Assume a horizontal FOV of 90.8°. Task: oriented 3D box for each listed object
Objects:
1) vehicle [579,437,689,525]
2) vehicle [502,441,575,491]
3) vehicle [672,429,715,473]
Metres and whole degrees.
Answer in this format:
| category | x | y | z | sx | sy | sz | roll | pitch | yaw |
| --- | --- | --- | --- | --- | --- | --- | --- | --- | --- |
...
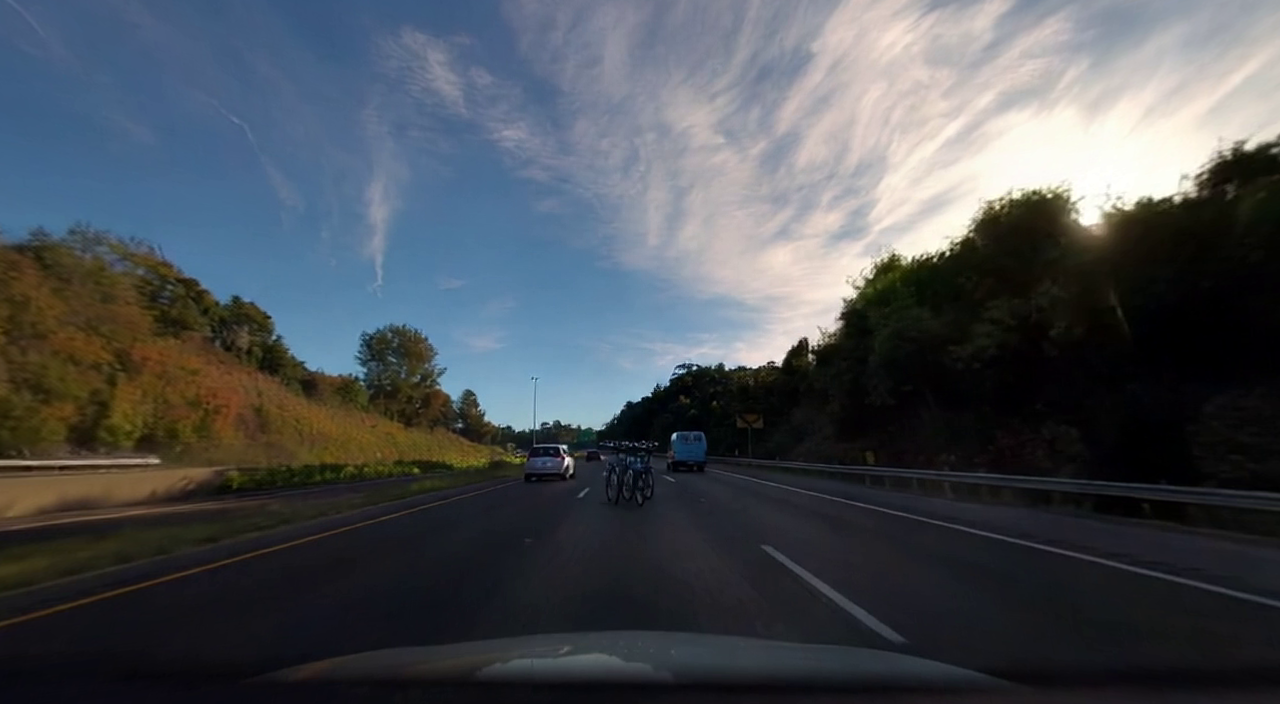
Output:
| category | x | y | z | sx | sy | sz | roll | pitch | yaw |
| --- | --- | --- | --- | --- | --- | --- | --- | --- | --- |
| vehicle | -0.093 | 2.609 | 13.172 | 1.973 | 1.574 | 3.426 | 0 | -9 | 1 |
| vehicle | -3.713 | 4.267 | 23.934 | 1.985 | 1.671 | 4.604 | 0 | -9 | 1 |
| vehicle | 3.442 | 6.544 | 41.637 | 2.234 | 2.679 | 5.372 | 0 | -9 | -1 |
